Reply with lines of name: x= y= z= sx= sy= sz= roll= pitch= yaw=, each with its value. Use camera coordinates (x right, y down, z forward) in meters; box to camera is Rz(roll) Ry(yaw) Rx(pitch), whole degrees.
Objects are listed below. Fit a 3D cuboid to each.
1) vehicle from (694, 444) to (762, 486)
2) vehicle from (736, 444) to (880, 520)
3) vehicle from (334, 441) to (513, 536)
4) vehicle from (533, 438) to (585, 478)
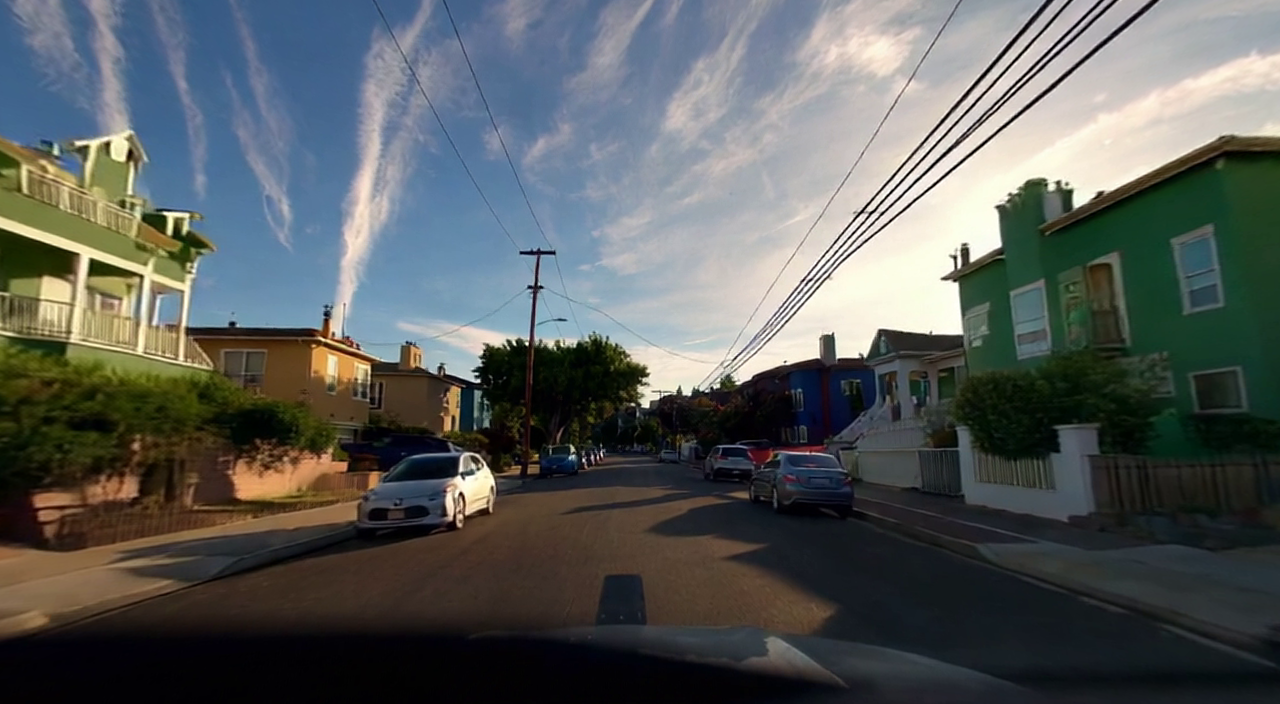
vehicle: x=3.458 y=4.553 z=25.723 sx=2.019 sy=1.536 sz=4.405 roll=0 pitch=-9 yaw=-2
vehicle: x=3.658 y=2.904 z=14.768 sx=1.862 sy=1.452 sz=4.737 roll=0 pitch=-9 yaw=-3
vehicle: x=-3.867 y=2.493 z=12.250 sx=1.971 sy=1.460 sz=4.523 roll=0 pitch=-9 yaw=-2
vehicle: x=-4.109 y=5.501 z=32.992 sx=2.057 sy=1.887 sz=5.053 roll=0 pitch=-9 yaw=0
